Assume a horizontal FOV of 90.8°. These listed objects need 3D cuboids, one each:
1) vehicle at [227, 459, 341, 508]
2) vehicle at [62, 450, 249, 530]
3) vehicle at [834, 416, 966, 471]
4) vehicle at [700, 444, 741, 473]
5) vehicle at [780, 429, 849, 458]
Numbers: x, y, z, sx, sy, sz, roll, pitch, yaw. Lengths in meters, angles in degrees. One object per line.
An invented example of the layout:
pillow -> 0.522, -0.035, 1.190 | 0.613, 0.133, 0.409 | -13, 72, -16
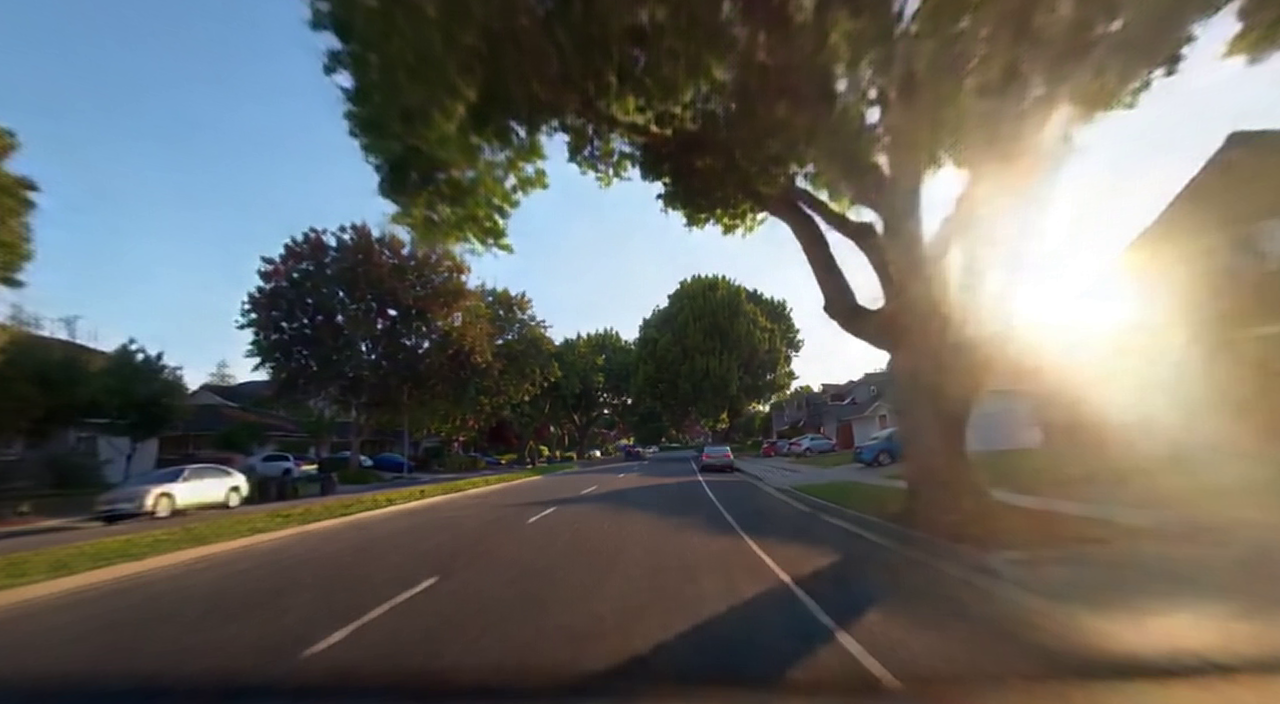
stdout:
vehicle -> -13.684, 5.051, 24.611 | 1.695, 1.423, 4.371 | -9, -9, 3
vehicle -> -14.213, 3.995, 18.937 | 2.009, 1.789, 4.449 | -7, -9, 2
vehicle -> 10.715, 3.795, 26.274 | 4.463, 1.765, 1.960 | -5, -8, -3
vehicle -> 4.445, 5.915, 35.367 | 2.016, 1.477, 4.207 | -1, -8, 4
vehicle -> 12.866, 6.747, 46.609 | 4.591, 1.867, 2.057 | 2, -11, -28
